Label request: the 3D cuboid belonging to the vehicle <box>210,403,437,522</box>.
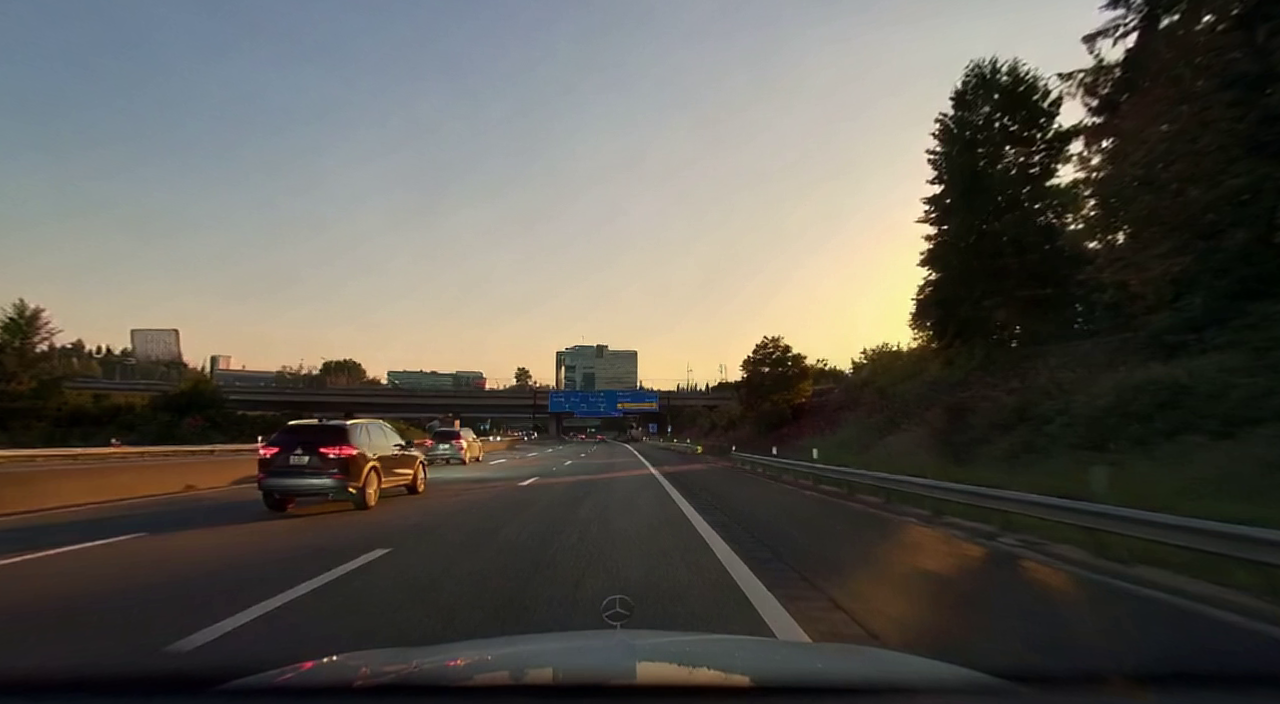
[{"bbox_3d":[-5.303,1.887,11.284,2.007,1.727,4.040,0,-8,-1],"label":"vehicle"}]
